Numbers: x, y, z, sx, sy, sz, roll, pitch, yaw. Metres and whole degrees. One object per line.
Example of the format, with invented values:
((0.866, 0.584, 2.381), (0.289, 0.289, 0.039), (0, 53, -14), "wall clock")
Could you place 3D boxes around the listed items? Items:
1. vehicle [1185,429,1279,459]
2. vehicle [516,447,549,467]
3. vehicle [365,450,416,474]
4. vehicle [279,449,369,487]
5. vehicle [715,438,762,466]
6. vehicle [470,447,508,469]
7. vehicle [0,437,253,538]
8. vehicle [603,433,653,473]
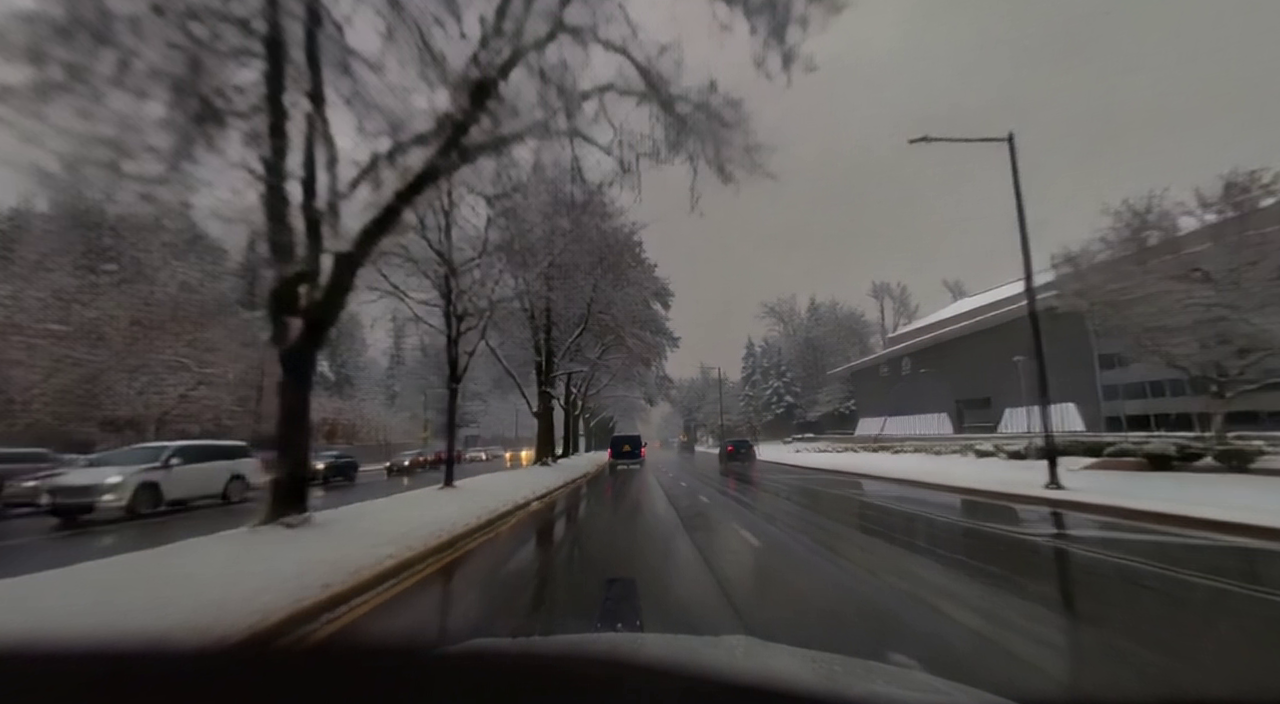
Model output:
((31.542, 4.794, 33.005), (1.743, 1.445, 4.495), (1, -9, -9), "vehicle")
((-8.285, 8.120, 49.102), (1.964, 1.478, 4.368), (0, -9, -2), "vehicle")
((-18.710, 8.247, 47.580), (1.980, 1.712, 4.535), (0, -9, 1), "vehicle")
((-14.800, 5.418, 29.923), (1.950, 1.655, 4.395), (0, -9, 0), "vehicle")
((6.764, 6.954, 44.047), (2.364, 1.781, 4.854), (0, -9, -2), "vehicle")
((-11.526, 8.089, 48.518), (1.904, 1.622, 4.225), (0, -9, 0), "vehicle")
((-11.538, 2.947, 14.676), (2.082, 1.824, 4.840), (-2, -7, -1), "vehicle")
((-0.586, 5.253, 33.086), (2.411, 1.937, 5.186), (0, -9, -1), "vehicle")
